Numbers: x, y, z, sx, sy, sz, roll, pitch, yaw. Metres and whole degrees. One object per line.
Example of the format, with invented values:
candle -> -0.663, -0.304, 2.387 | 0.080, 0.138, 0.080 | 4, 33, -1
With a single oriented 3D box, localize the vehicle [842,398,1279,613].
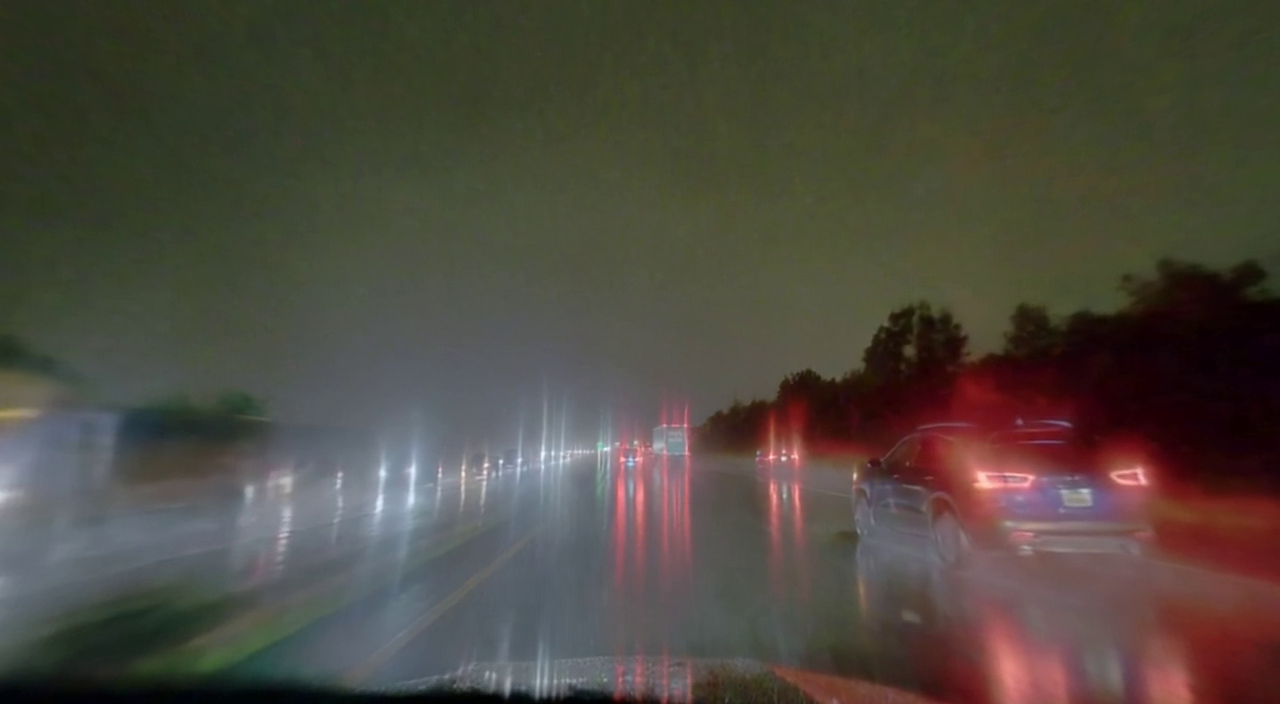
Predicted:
vehicle -> 4.091, 1.535, 7.154 | 2.077, 1.673, 4.267 | 0, -9, -1

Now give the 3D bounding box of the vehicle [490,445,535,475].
vehicle -> -8.075, 6.884, 40.099 | 2.019, 1.809, 4.361 | 0, -9, 0

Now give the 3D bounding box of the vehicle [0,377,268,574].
vehicle -> -9.440, 2.004, 10.684 | 2.404, 2.492, 6.125 | 0, -9, 0

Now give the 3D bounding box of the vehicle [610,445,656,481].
vehicle -> -0.349, 5.038, 28.727 | 1.971, 1.518, 4.108 | 0, -9, -1

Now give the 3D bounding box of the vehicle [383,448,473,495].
vehicle -> -8.083, 4.573, 24.411 | 1.961, 1.611, 4.479 | 0, -9, -1

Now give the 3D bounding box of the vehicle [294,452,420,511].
vehicle -> -8.079, 3.707, 18.373 | 1.850, 1.476, 4.085 | 0, -9, -1

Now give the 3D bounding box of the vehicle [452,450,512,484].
vehicle -> -7.831, 5.705, 31.446 | 1.909, 1.523, 4.359 | 0, -9, -1
